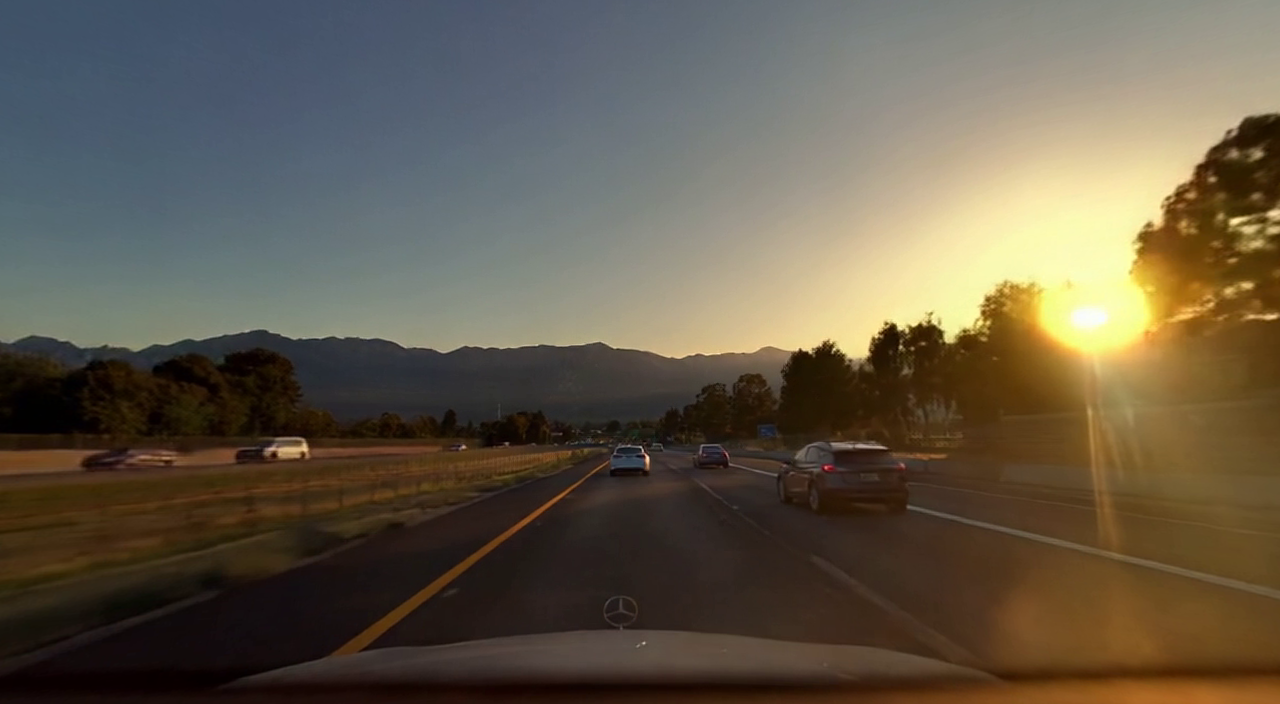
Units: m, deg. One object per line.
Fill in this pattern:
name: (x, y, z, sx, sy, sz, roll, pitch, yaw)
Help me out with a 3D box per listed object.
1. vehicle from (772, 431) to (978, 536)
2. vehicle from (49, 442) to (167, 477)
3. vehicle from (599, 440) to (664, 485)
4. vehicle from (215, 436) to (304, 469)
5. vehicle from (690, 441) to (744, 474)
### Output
vehicle: (3.841, 2.210, 11.241, 1.949, 1.493, 4.272, 0, -9, -1)
vehicle: (-28.740, 5.822, 34.269, 1.951, 1.745, 5.123, 0, -9, 0)
vehicle: (-0.317, 3.876, 22.450, 2.085, 1.449, 3.860, 0, -9, -1)
vehicle: (-24.877, 6.621, 41.520, 2.322, 2.013, 5.631, 0, -9, 0)
vehicle: (3.583, 4.988, 29.914, 1.957, 1.447, 4.241, 0, -9, -1)
